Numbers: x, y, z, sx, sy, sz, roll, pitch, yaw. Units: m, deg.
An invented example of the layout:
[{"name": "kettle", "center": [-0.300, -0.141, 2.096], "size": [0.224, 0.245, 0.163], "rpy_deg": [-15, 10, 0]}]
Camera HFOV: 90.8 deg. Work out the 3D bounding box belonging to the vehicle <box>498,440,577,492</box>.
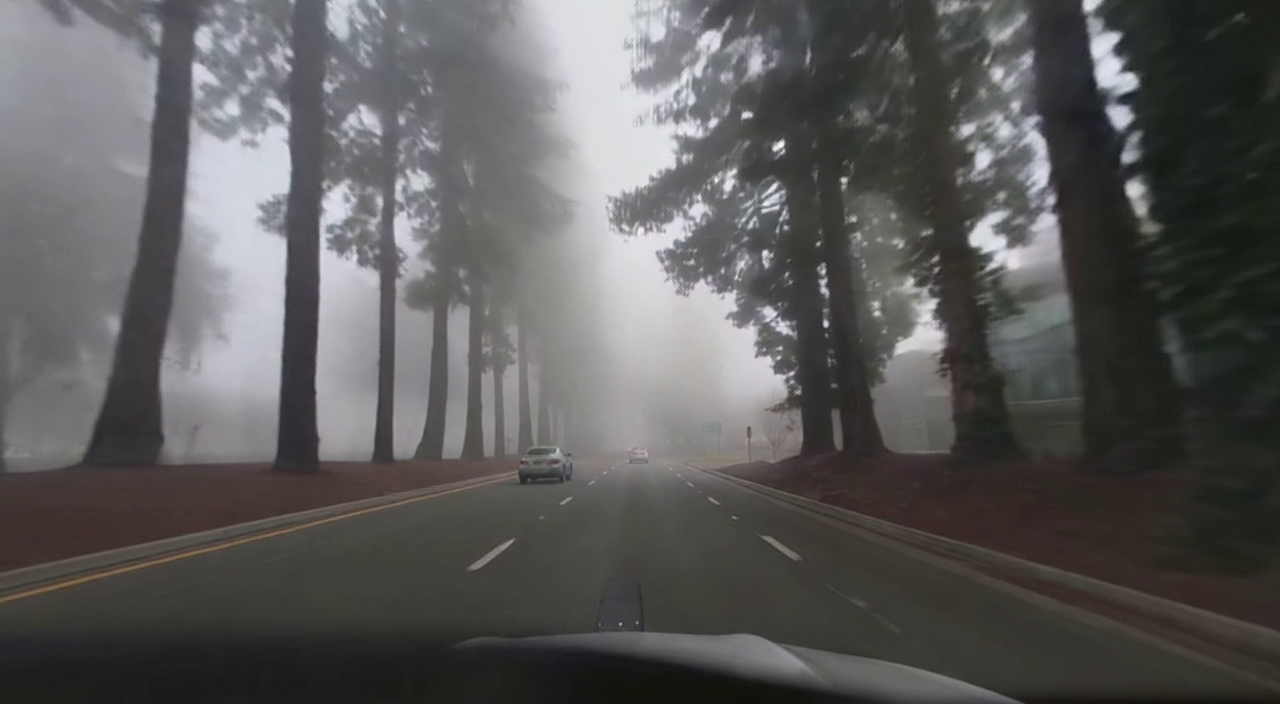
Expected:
[{"name": "vehicle", "center": [-3.352, 3.835, 21.583], "size": [1.942, 1.588, 4.172], "rpy_deg": [0, -9, 1]}]
